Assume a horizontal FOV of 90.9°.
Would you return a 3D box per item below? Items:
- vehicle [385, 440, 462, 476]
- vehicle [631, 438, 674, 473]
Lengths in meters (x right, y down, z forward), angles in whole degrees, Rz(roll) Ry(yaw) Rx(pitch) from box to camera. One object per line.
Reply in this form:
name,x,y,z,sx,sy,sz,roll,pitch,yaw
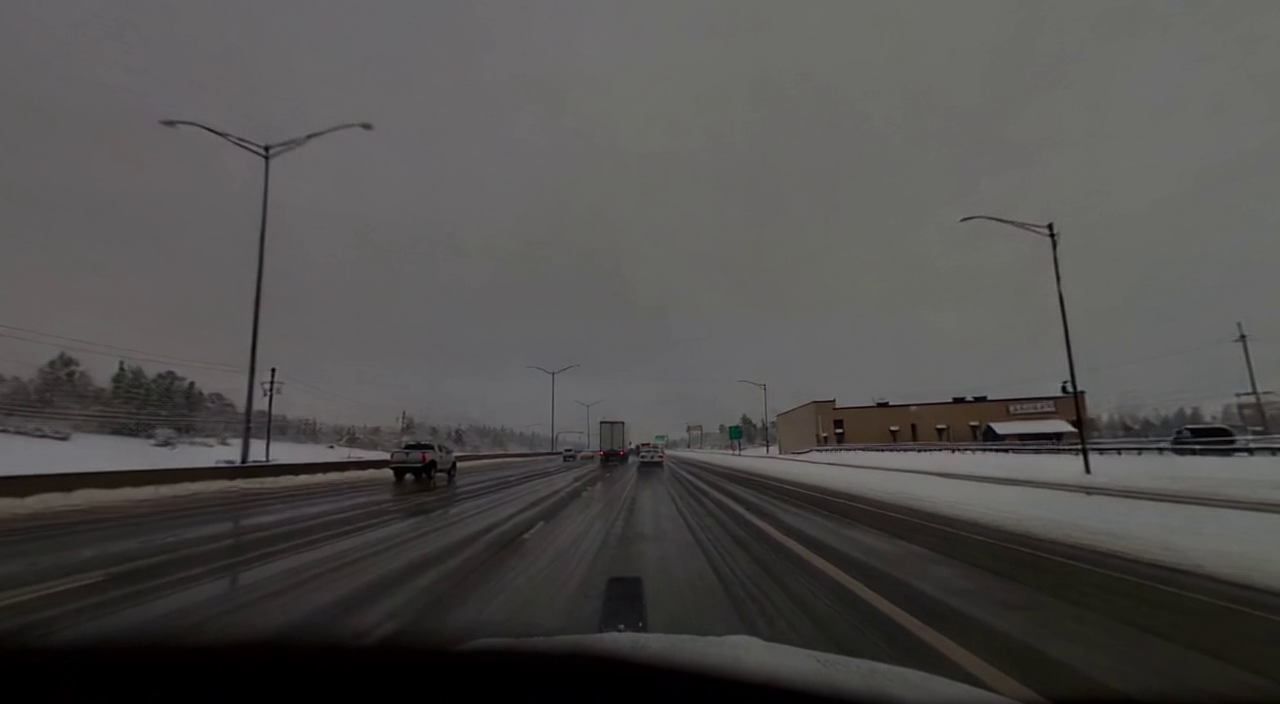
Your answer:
vehicle,-10.839,5.327,31.982,2.097,1.673,4.730,0,-8,2
vehicle,0.664,5.767,35.451,2.279,1.837,4.747,0,-8,0
